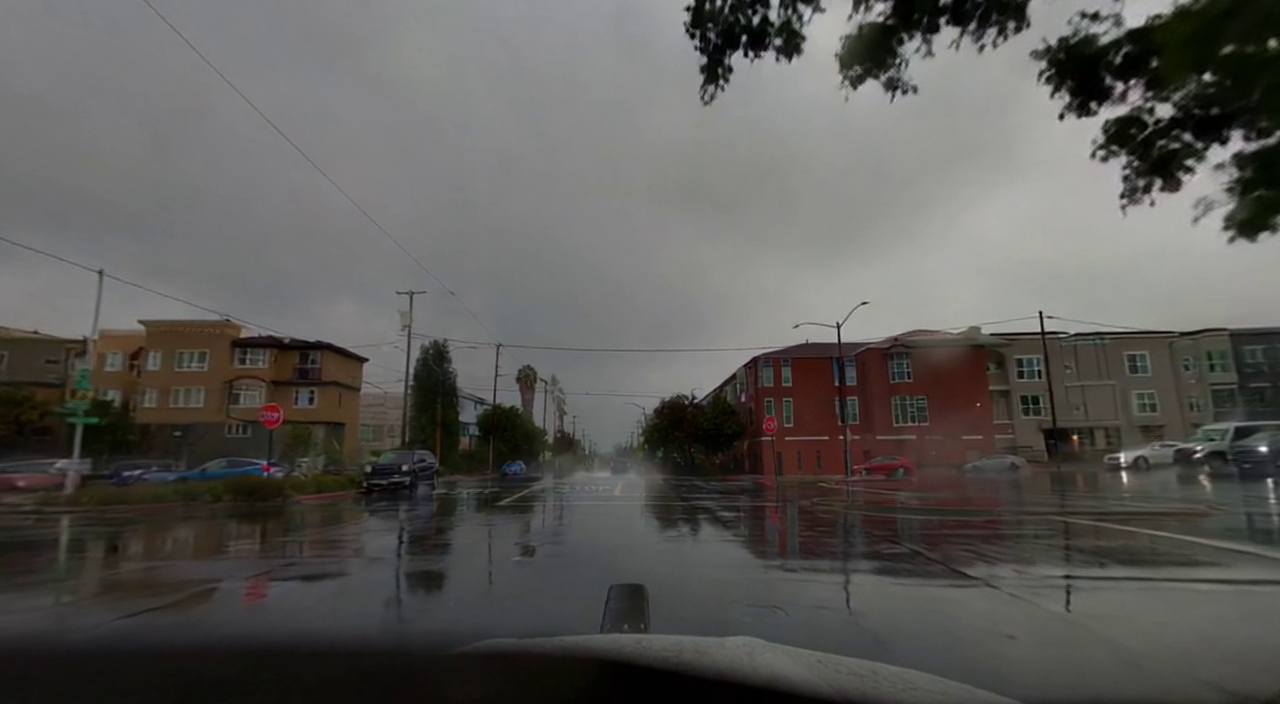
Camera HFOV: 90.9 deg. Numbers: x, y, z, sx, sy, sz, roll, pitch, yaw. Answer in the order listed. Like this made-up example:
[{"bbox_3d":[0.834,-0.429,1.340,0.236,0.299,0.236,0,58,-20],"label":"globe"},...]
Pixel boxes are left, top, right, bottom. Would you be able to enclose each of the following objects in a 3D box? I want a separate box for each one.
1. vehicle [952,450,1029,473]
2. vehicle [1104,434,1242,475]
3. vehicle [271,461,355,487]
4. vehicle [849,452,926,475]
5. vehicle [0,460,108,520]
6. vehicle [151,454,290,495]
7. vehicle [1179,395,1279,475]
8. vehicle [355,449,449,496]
[{"bbox_3d":[24.534,7.642,44.178,4.323,1.507,1.896,1,-9,-5],"label":"vehicle"},{"bbox_3d":[28.253,5.416,33.530,5.277,2.032,2.408,1,-7,-5],"label":"vehicle"},{"bbox_3d":[-21.053,7.864,40.710,4.277,1.527,1.987,0,-9,-4],"label":"vehicle"},{"bbox_3d":[17.085,7.676,43.603,4.528,1.458,1.939,1,-7,-6],"label":"vehicle"},{"bbox_3d":[-16.974,3.612,16.712,4.233,1.432,1.755,-1,-9,4],"label":"vehicle"},{"bbox_3d":[-18.363,5.315,27.832,2.010,1.583,4.582,-6,-11,33],"label":"vehicle"},{"bbox_3d":[32.579,4.024,30.577,10.986,3.604,2.707,1,-9,-7],"label":"vehicle"},{"bbox_3d":[-9.199,4.658,24.882,2.156,1.620,4.945,0,-9,-5],"label":"vehicle"}]
